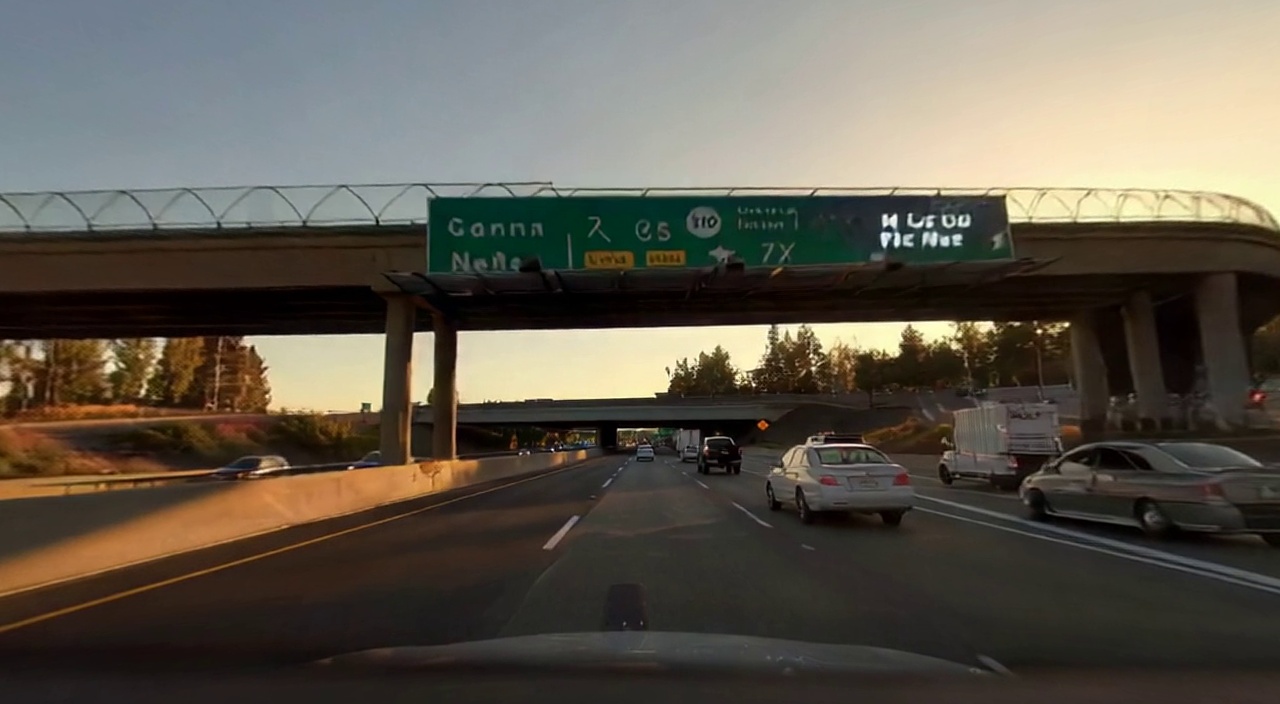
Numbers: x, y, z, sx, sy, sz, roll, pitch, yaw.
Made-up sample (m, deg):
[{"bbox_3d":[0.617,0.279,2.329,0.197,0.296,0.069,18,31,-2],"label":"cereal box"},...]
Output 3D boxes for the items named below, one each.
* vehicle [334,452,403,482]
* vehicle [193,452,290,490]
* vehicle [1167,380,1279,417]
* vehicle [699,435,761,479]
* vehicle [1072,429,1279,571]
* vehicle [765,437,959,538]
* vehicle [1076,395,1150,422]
[{"bbox_3d":[-15.000,6.370,35.116,1.928,1.479,4.149,0,-8,1],"label":"vehicle"},{"bbox_3d":[-19.167,5.713,30.607,1.870,1.672,4.349,0,-8,0],"label":"vehicle"},{"bbox_3d":[33.937,2.787,36.899,2.131,1.840,4.870,-1,-8,4],"label":"vehicle"},{"bbox_3d":[4.035,4.803,29.129,2.086,1.858,4.737,0,-8,-1],"label":"vehicle"},{"bbox_3d":[7.700,1.696,7.572,1.919,1.476,4.303,0,-8,0],"label":"vehicle"},{"bbox_3d":[3.736,2.342,11.618,1.902,1.481,4.451,0,-8,-1],"label":"vehicle"},{"bbox_3d":[35.259,4.252,47.185,2.024,1.757,4.696,-1,-8,3],"label":"vehicle"}]
